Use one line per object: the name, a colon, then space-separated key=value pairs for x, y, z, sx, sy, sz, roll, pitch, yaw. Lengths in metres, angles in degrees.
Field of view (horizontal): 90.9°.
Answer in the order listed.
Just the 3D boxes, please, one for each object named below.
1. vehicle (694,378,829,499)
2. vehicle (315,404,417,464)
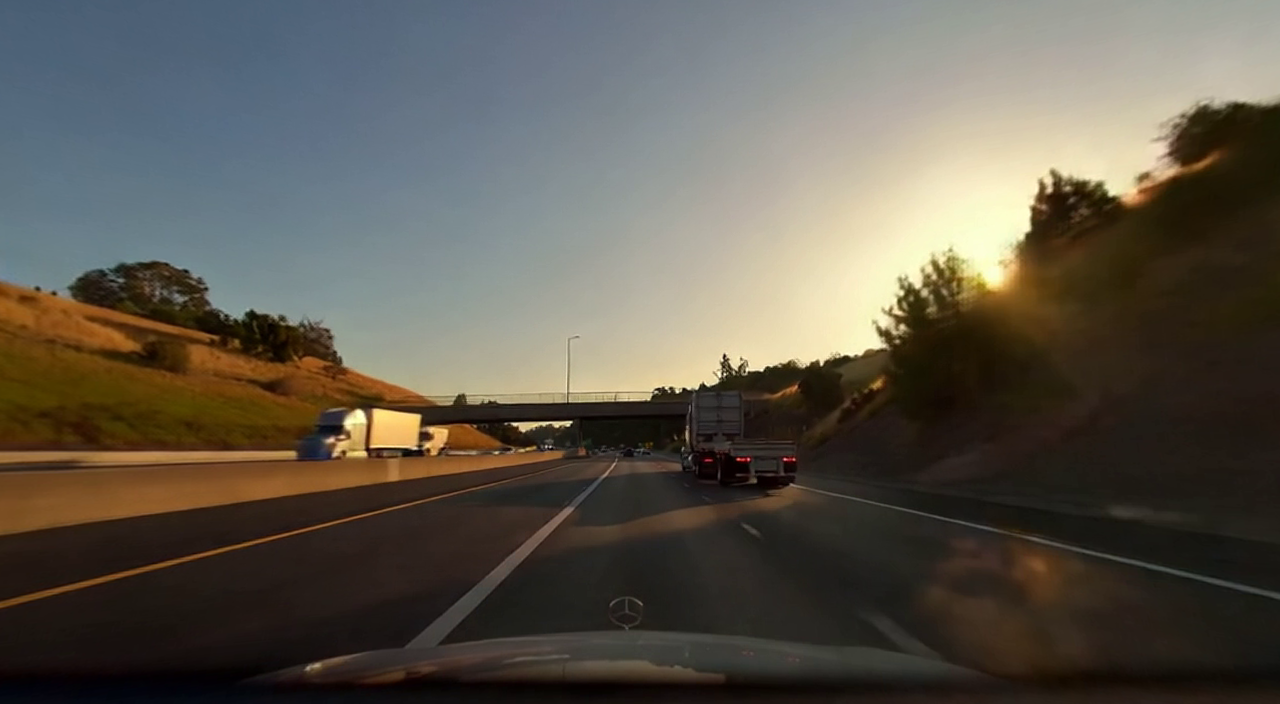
vehicle: x=4.111 y=3.476 z=24.712 sx=2.876 sy=3.586 sz=11.726 roll=0 pitch=-9 yaw=0
vehicle: x=-19.492 y=6.100 z=45.757 sx=2.902 sy=3.820 sz=10.263 roll=0 pitch=-9 yaw=-1
